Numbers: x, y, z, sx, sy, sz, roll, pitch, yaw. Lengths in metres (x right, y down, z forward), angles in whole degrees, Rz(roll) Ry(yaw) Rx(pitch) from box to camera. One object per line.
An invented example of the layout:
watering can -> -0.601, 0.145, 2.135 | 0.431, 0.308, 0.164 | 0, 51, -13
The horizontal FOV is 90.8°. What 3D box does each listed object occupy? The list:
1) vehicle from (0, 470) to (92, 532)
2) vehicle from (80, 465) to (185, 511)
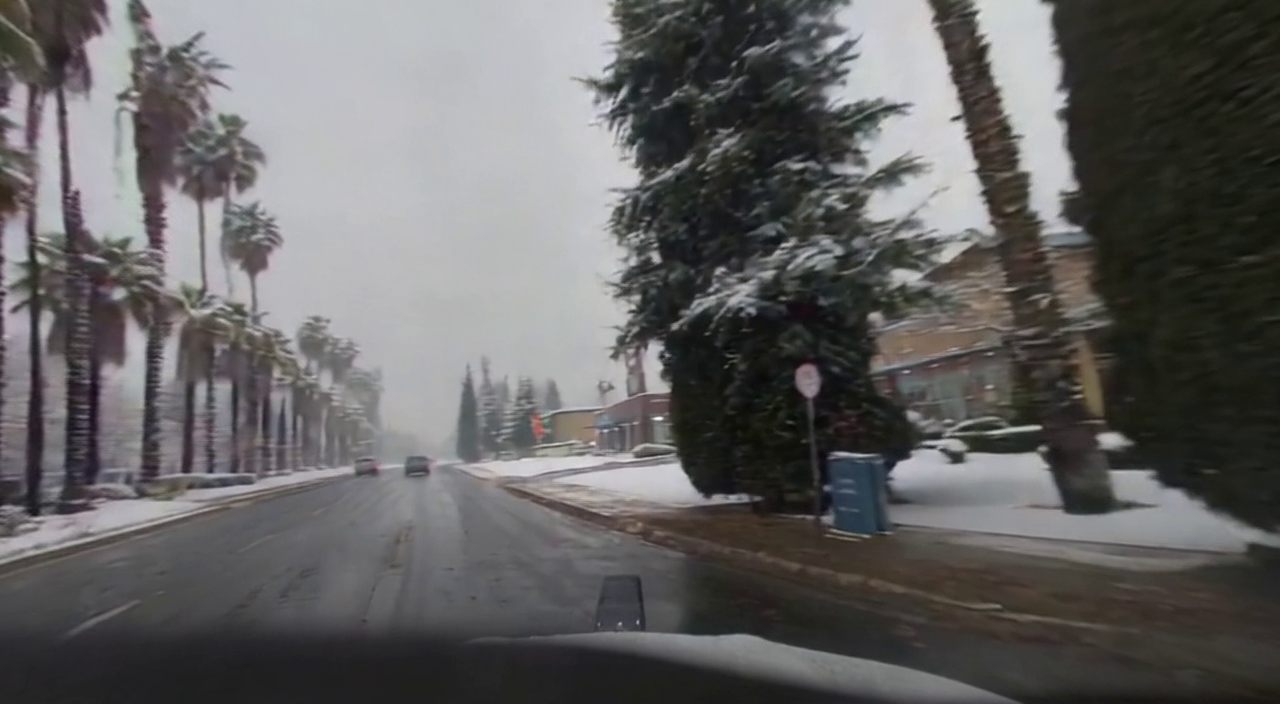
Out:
vehicle -> -20.835, 4.878, 21.061 | 2.199, 1.696, 4.440 | 3, -9, -18
vehicle -> -24.189, 6.456, 30.399 | 2.306, 1.807, 4.927 | 3, -9, -19
